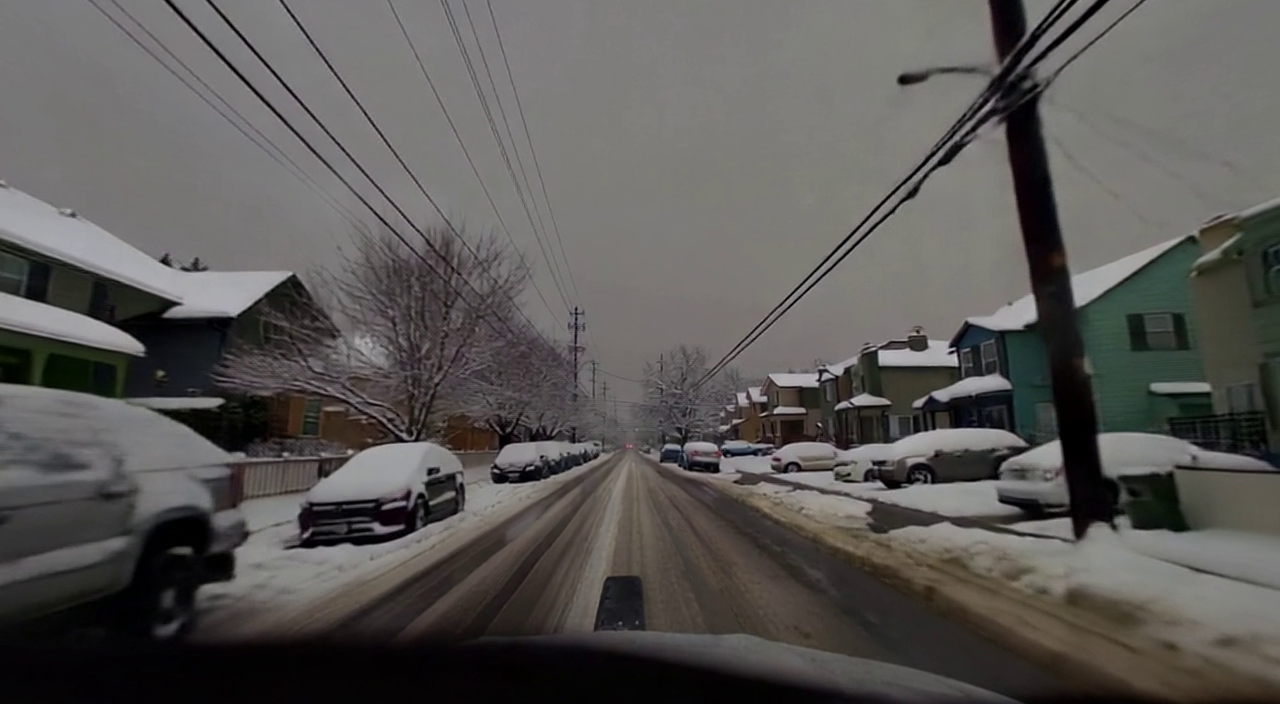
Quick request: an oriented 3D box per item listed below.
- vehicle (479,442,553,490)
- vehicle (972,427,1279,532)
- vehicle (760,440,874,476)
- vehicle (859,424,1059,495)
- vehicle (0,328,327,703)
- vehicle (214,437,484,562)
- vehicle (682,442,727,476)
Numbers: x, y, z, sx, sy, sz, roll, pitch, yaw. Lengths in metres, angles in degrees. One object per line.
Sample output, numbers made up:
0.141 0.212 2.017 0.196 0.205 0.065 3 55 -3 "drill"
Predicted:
-4.232 3.945 22.217 1.745 1.490 4.304 0 -9 0 "vehicle"
8.224 2.007 10.300 4.594 1.512 1.824 0 -8 -2 "vehicle"
7.719 4.664 27.928 4.480 1.497 1.884 0 -8 1 "vehicle"
8.745 2.962 17.592 4.512 1.841 1.912 0 -9 -3 "vehicle"
-4.024 0.915 3.434 2.057 1.887 5.053 0 -9 0 "vehicle"
-4.044 2.108 9.898 1.925 1.463 4.700 0 -8 1 "vehicle"
3.233 5.417 32.271 1.916 1.587 3.986 0 -9 0 "vehicle"
